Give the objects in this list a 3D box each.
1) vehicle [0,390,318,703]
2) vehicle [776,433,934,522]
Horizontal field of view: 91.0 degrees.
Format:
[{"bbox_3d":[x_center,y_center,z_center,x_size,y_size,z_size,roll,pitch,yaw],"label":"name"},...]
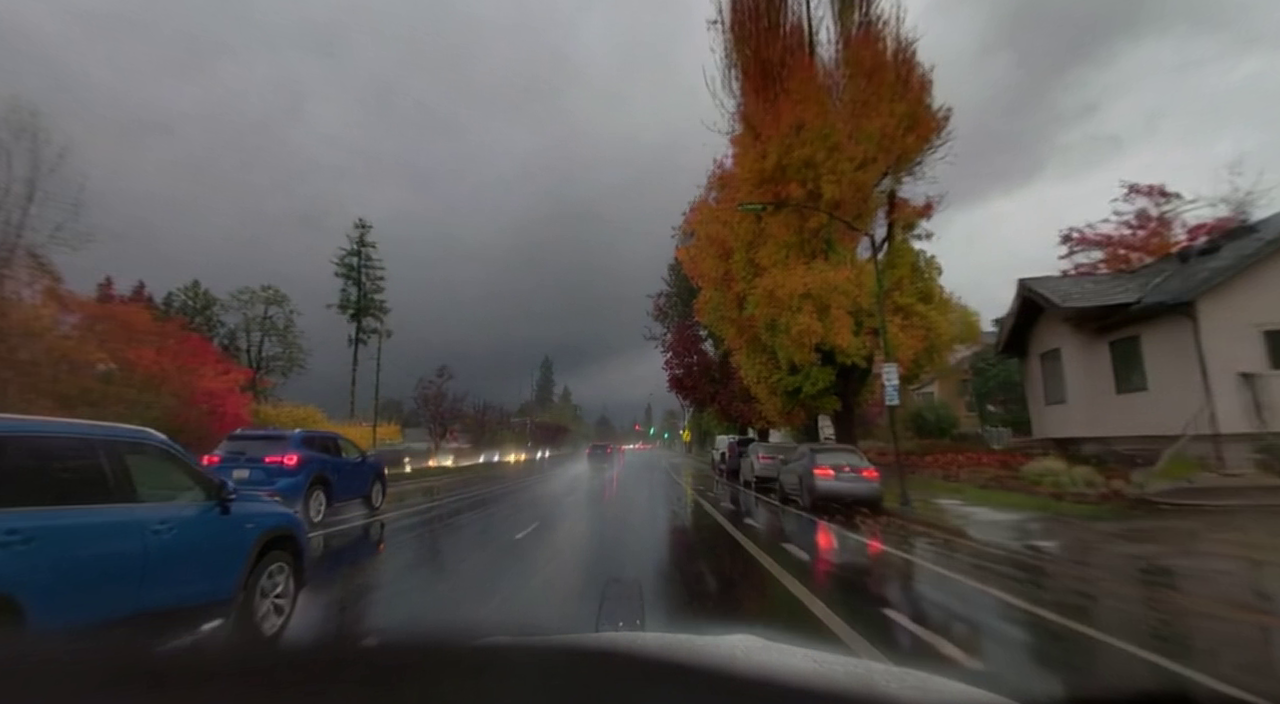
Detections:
[{"bbox_3d":[-3.208,0.843,1.985,1.982,1.478,4.465,0,-9,0],"label":"vehicle"},{"bbox_3d":[4.599,2.751,14.318,1.950,1.668,4.414,1,-9,-1],"label":"vehicle"}]
